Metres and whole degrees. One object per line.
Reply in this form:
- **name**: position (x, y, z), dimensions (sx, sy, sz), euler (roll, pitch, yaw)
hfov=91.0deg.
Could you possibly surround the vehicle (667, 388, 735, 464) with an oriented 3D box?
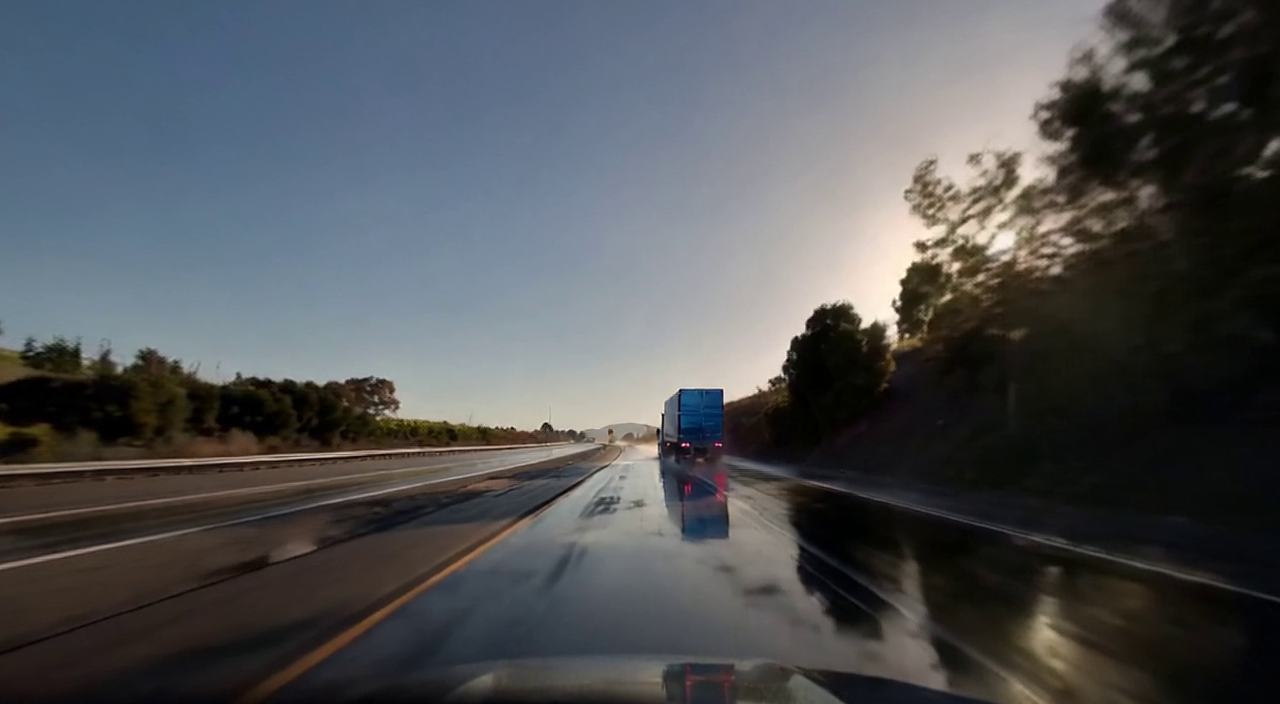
- **vehicle**: position (3.973, 5.417, 44.786), dimensions (3.615, 4.578, 13.539), euler (0, -8, 1)
